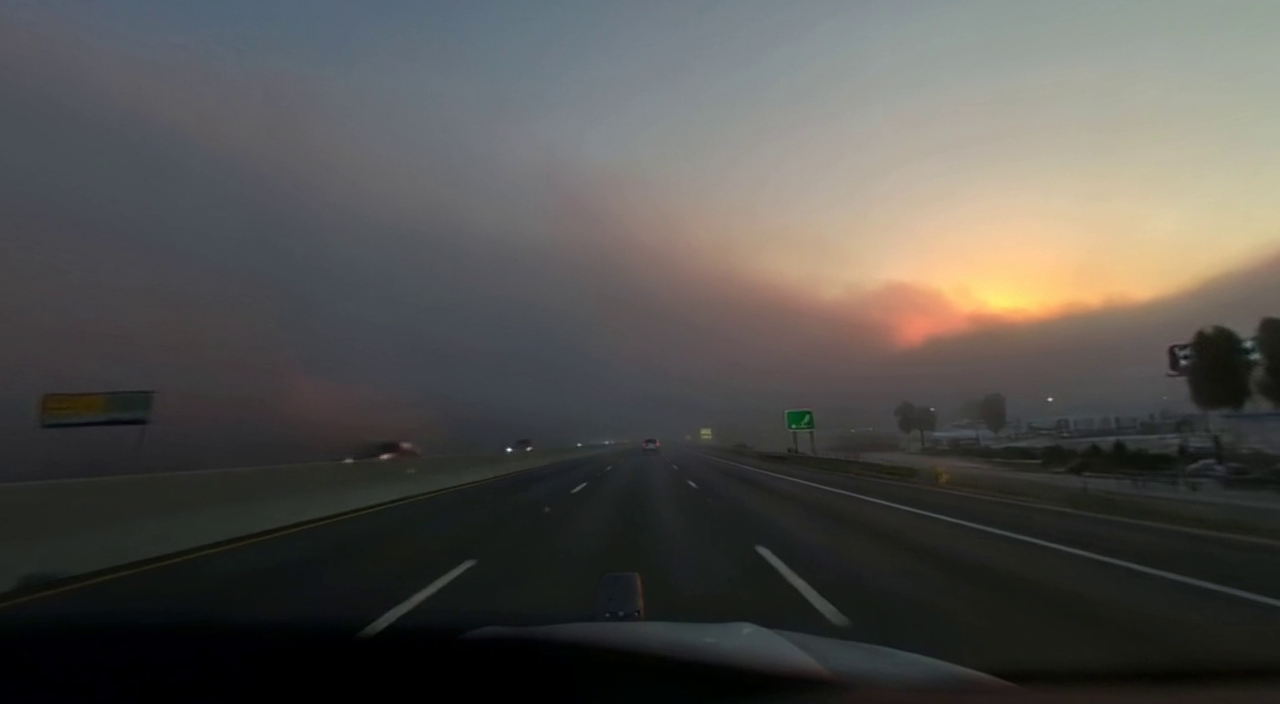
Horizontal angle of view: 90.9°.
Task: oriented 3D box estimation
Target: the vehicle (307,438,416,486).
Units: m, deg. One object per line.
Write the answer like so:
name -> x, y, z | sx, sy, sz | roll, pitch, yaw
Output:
vehicle -> -10.652, 4.226, 24.577 | 2.047, 1.679, 4.692 | 0, -8, 1
